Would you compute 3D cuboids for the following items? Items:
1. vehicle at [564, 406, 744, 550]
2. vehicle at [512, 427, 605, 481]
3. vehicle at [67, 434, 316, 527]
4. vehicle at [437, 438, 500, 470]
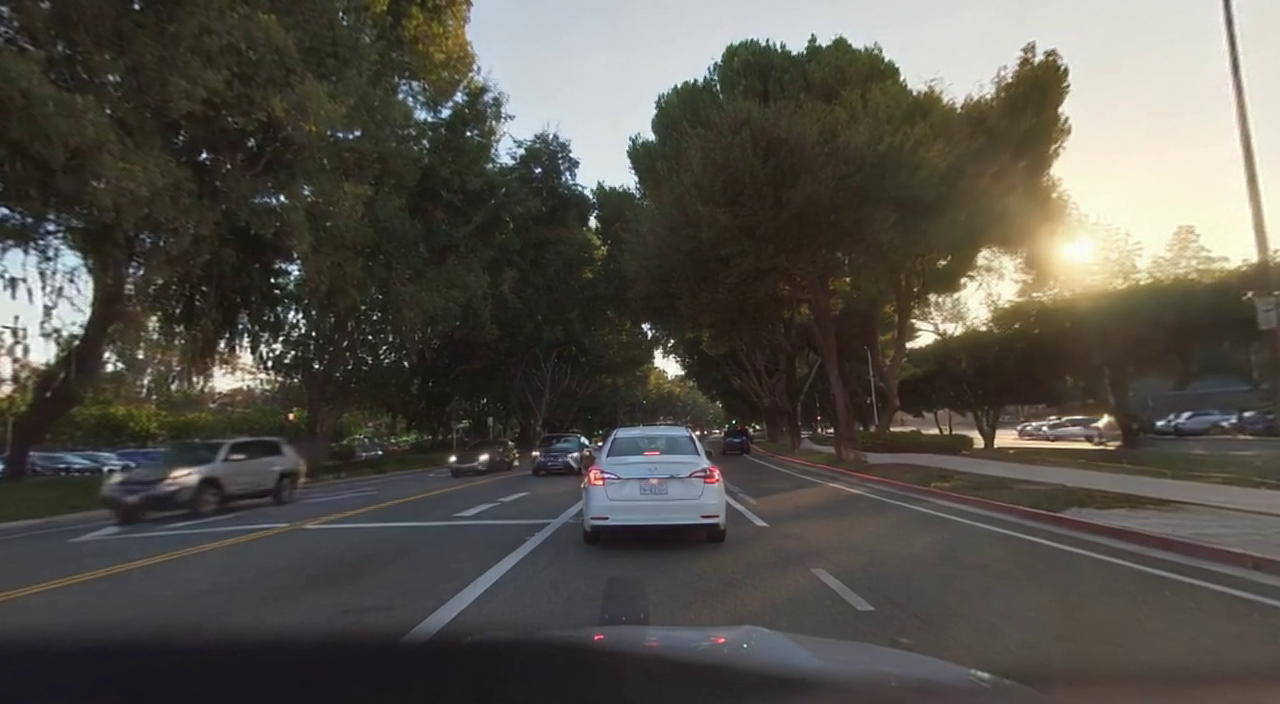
[{"bbox_3d":[0.176,1.818,9.726,2.154,1.710,4.128,-1,-8,0],"label":"vehicle"},{"bbox_3d":[-2.868,3.771,23.568,2.057,1.786,4.725,-2,-8,11],"label":"vehicle"},{"bbox_3d":[-10.030,2.869,14.796,2.039,1.769,4.911,-1,-8,3],"label":"vehicle"},{"bbox_3d":[-9.791,5.854,36.409,2.005,1.701,4.355,-1,-8,6],"label":"vehicle"}]
